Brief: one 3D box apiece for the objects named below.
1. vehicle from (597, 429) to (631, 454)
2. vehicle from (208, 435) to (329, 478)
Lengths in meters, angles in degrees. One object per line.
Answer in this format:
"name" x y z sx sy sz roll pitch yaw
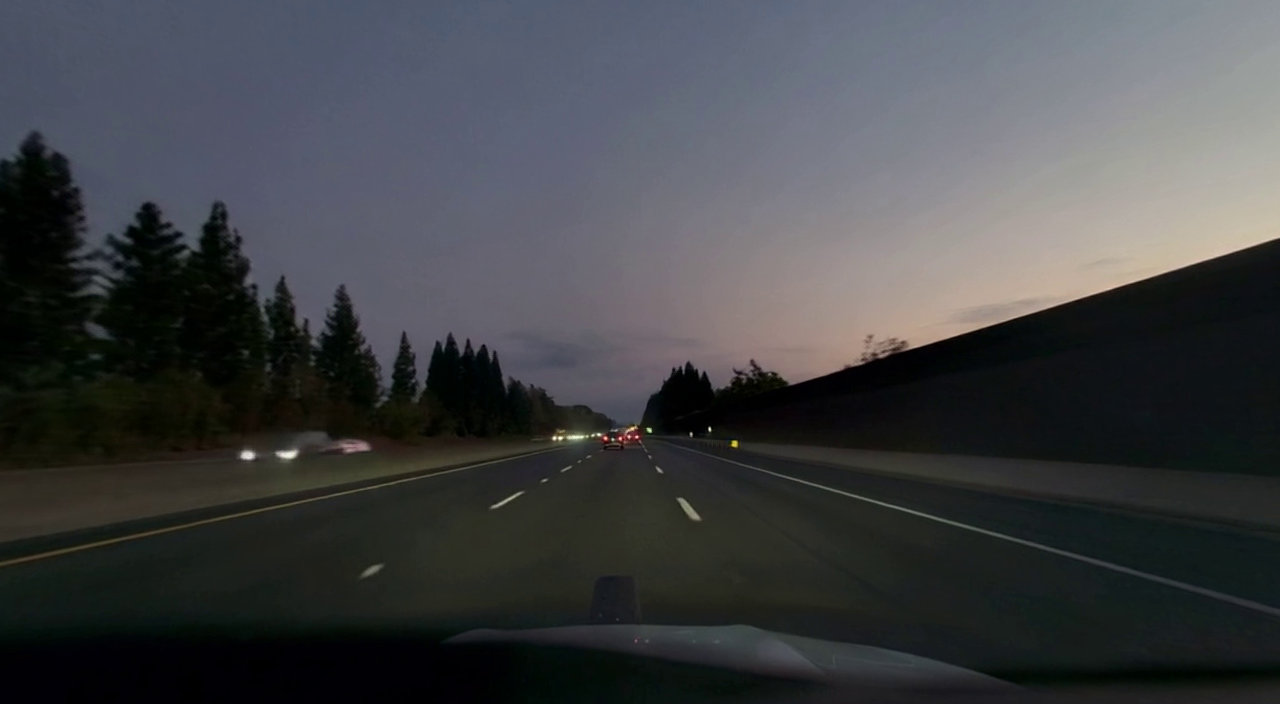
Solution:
"vehicle" -1.877 6.608 46.507 2.306 1.730 4.606 0 -8 0
"vehicle" -14.022 3.923 24.167 1.897 1.491 4.558 0 -7 -1
